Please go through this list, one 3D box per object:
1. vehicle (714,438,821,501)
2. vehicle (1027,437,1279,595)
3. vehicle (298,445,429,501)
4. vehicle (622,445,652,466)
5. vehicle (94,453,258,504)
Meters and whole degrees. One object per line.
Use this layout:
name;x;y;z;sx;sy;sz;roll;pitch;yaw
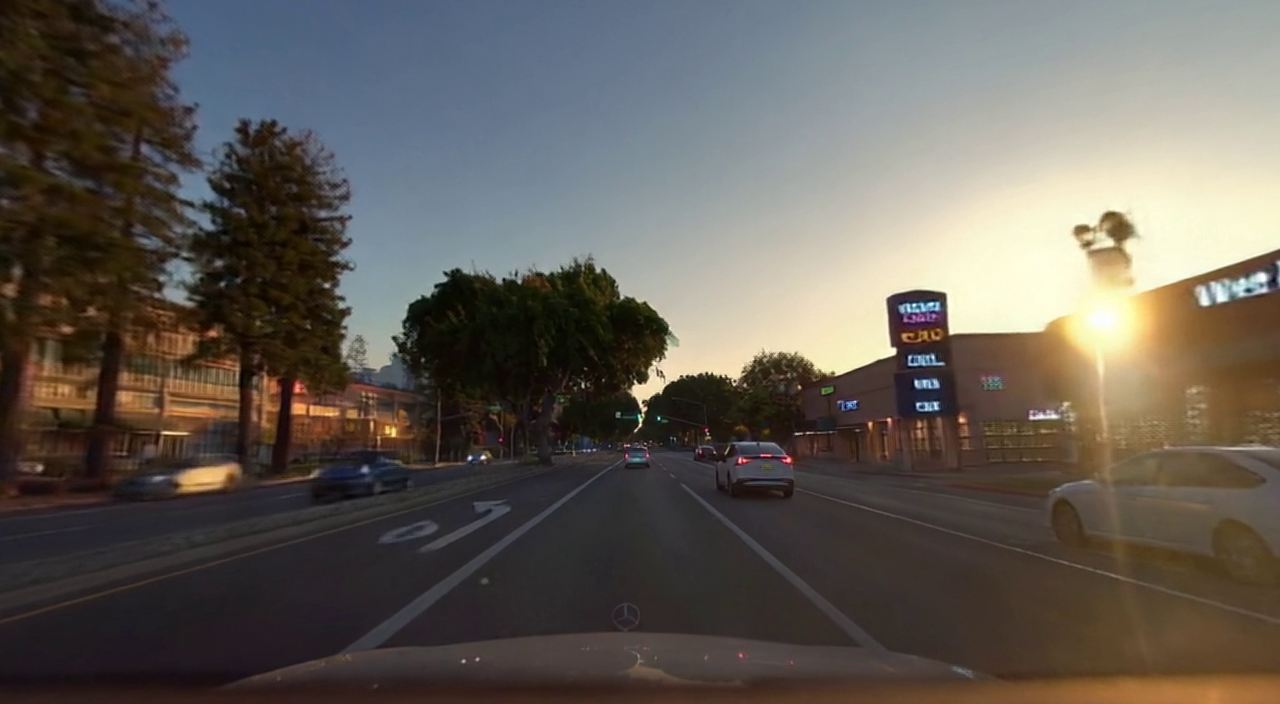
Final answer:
vehicle;3.469;3.288;18.168;2.072;1.545;4.578;0;-8;-1
vehicle;6.887;1.724;7.269;1.952;1.449;4.544;0;-8;0
vehicle;-8.262;3.616;19.415;2.039;1.487;4.437;0;-8;0
vehicle;-0.212;7.520;46.007;2.052;1.461;4.324;0;-8;0
vehicle;-15.885;4.316;22.043;2.096;1.512;4.755;0;-8;1
